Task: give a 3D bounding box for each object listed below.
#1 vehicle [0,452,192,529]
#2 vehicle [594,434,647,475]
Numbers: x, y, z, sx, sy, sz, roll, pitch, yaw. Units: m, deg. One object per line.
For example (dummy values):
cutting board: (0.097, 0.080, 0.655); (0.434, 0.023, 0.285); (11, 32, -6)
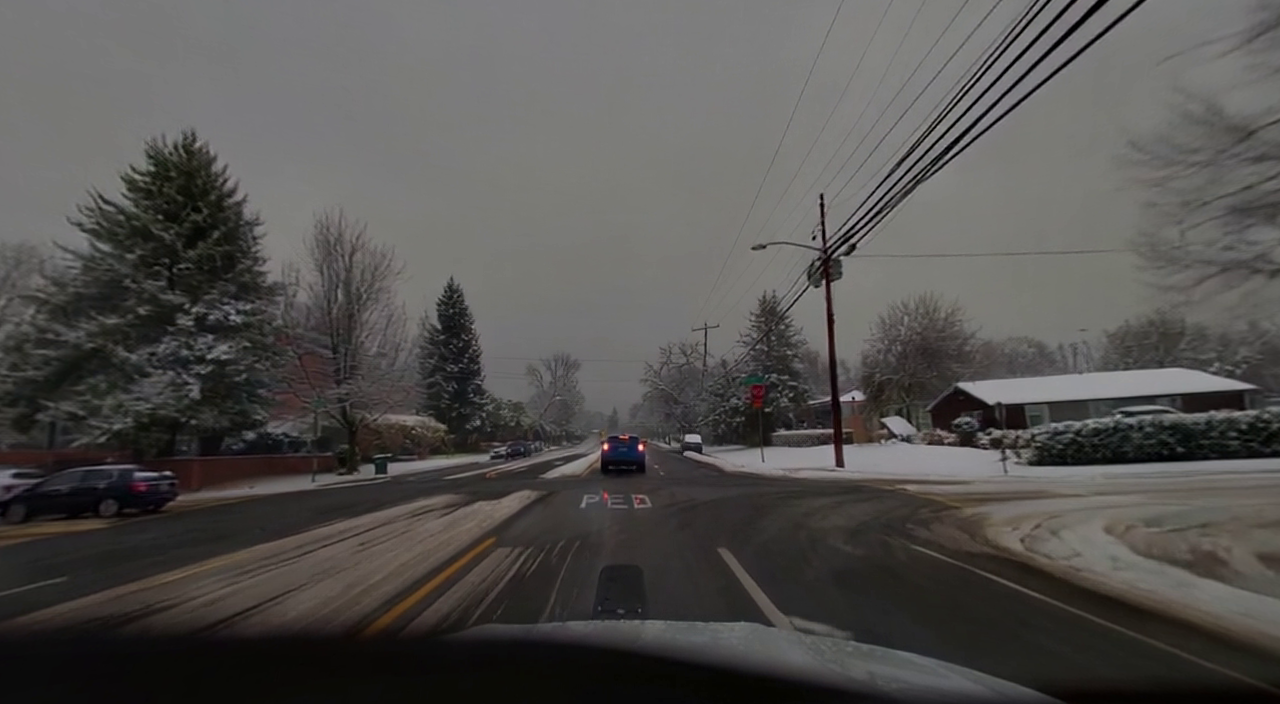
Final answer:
vehicle: (-14.117, 3.340, 15.150); (5.190, 1.502, 2.085); (-4, -8, -1)
vehicle: (-0.704, 3.936, 24.517); (1.877, 1.448, 3.830); (0, -9, 0)
